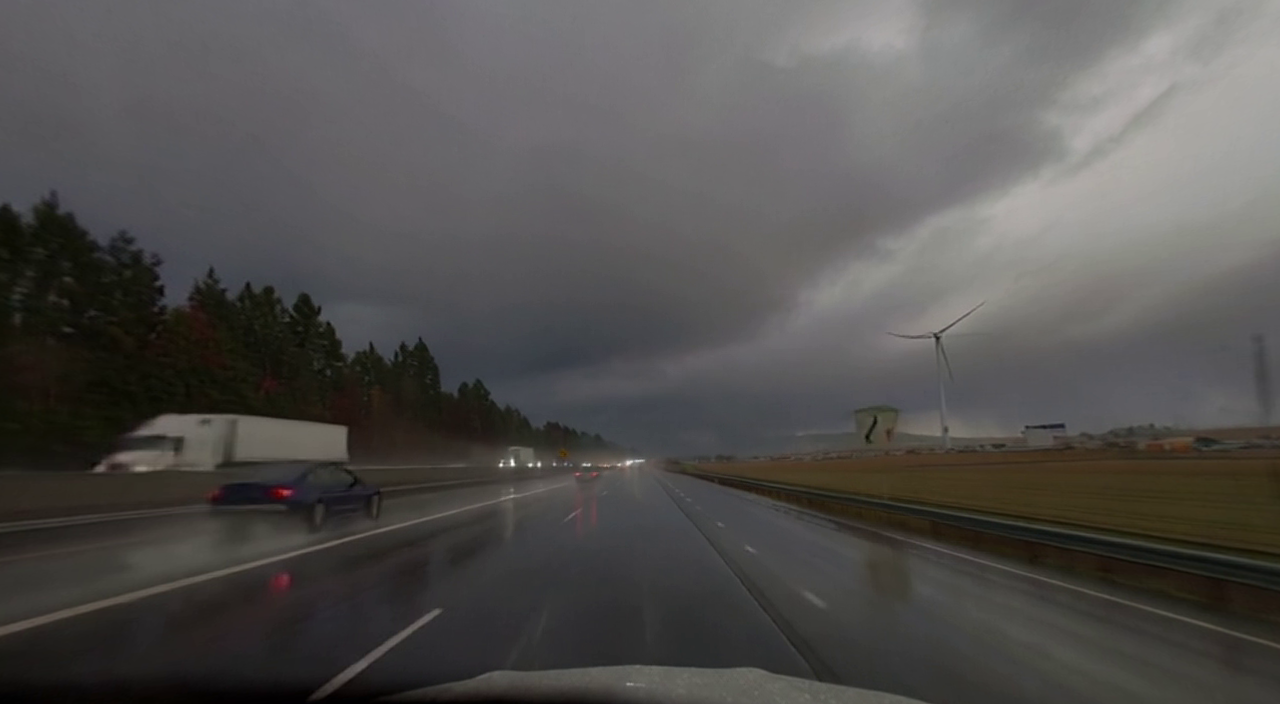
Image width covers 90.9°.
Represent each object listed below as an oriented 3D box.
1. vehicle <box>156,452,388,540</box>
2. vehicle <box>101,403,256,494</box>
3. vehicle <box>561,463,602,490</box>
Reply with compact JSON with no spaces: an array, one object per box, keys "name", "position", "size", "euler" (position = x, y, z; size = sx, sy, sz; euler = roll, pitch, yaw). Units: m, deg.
[{"name":"vehicle","position":[-7.235,2.898,13.155],"size":[1.956,1.451,4.674],"euler":[1,-10,1]},{"name":"vehicle","position":[-23.044,4.966,31.994],"size":[3.006,4.079,5.925],"euler":[1,-10,1]},{"name":"vehicle","position":[-3.583,7.766,39.436],"size":[2.039,1.505,4.843],"euler":[1,-10,0]}]
